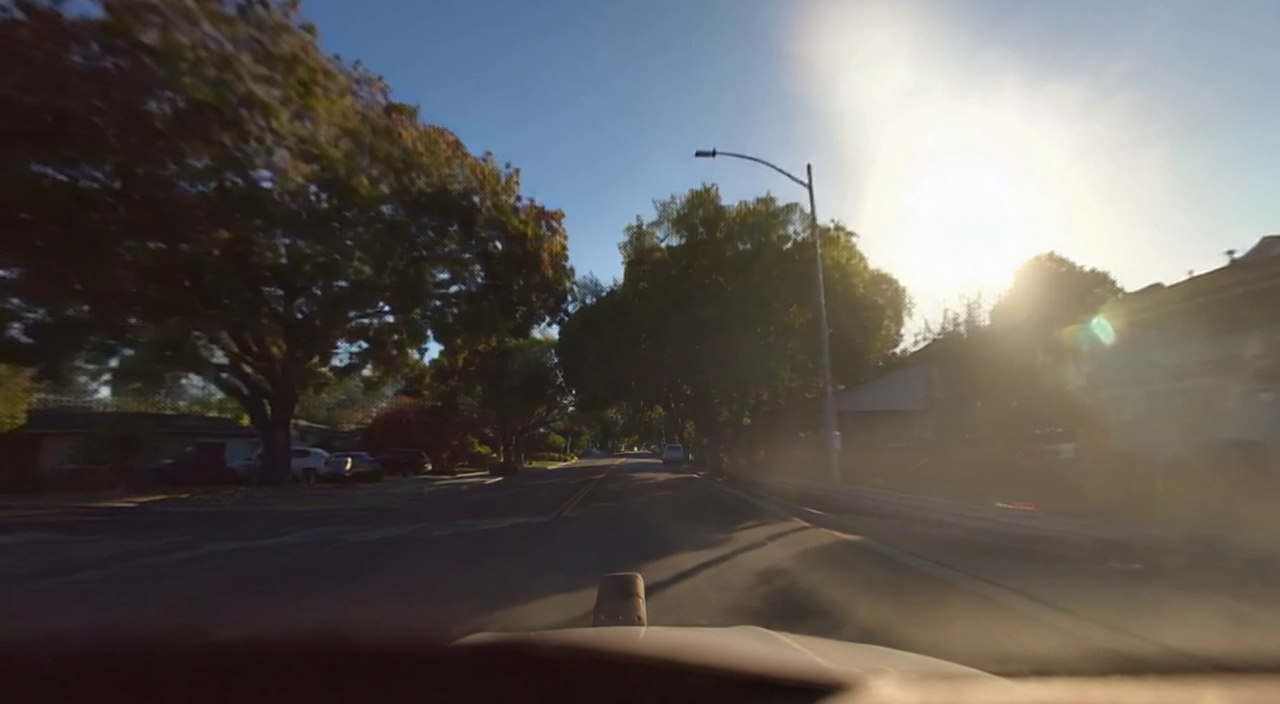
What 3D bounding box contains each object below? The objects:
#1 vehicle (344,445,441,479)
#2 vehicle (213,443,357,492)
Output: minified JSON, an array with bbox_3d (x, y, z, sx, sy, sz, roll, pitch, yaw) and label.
[{"bbox_3d":[-14.235,6.317,36.300,5.275,1.807,2.279,-5,-10,29],"label":"vehicle"},{"bbox_3d":[-14.923,4.828,26.831,2.066,1.852,4.782,-6,-10,33],"label":"vehicle"}]
